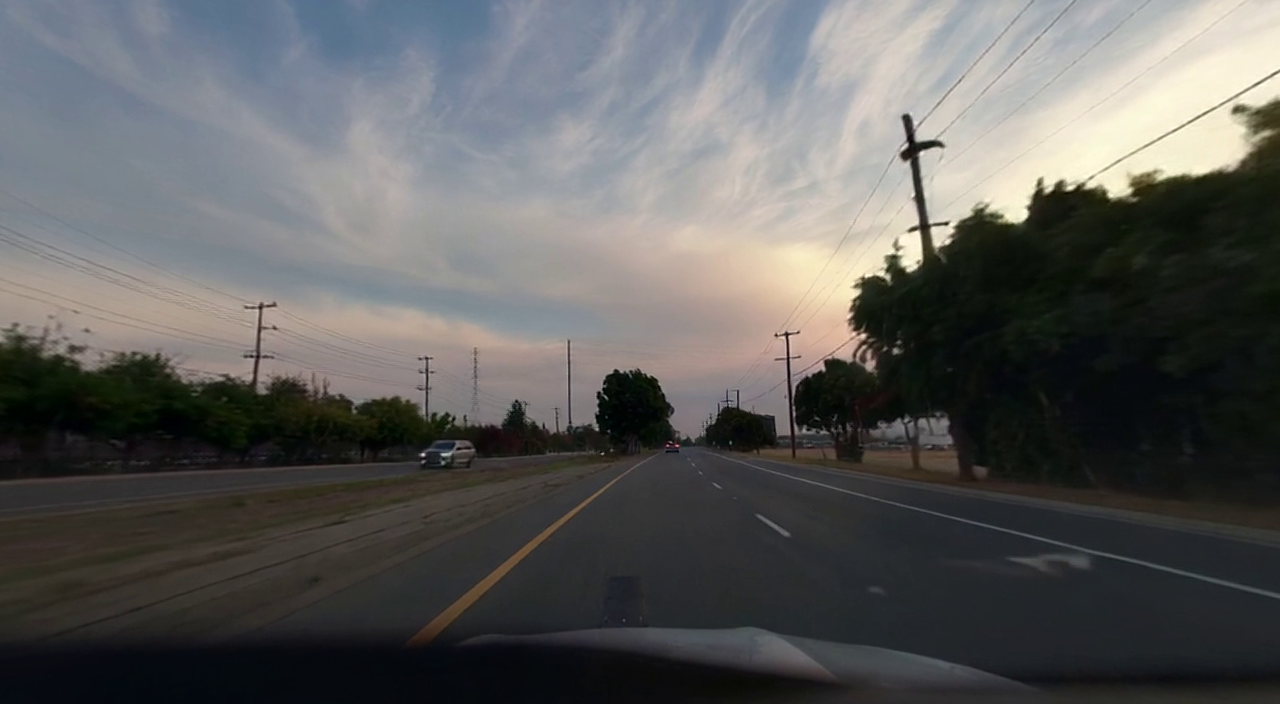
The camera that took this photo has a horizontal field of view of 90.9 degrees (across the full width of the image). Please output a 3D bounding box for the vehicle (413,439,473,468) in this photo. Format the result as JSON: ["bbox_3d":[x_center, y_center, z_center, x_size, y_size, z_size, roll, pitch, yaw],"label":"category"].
[{"bbox_3d":[-15.371,7.923,49.567,2.429,2.067,6.210,-1,-9,3],"label":"vehicle"}]
